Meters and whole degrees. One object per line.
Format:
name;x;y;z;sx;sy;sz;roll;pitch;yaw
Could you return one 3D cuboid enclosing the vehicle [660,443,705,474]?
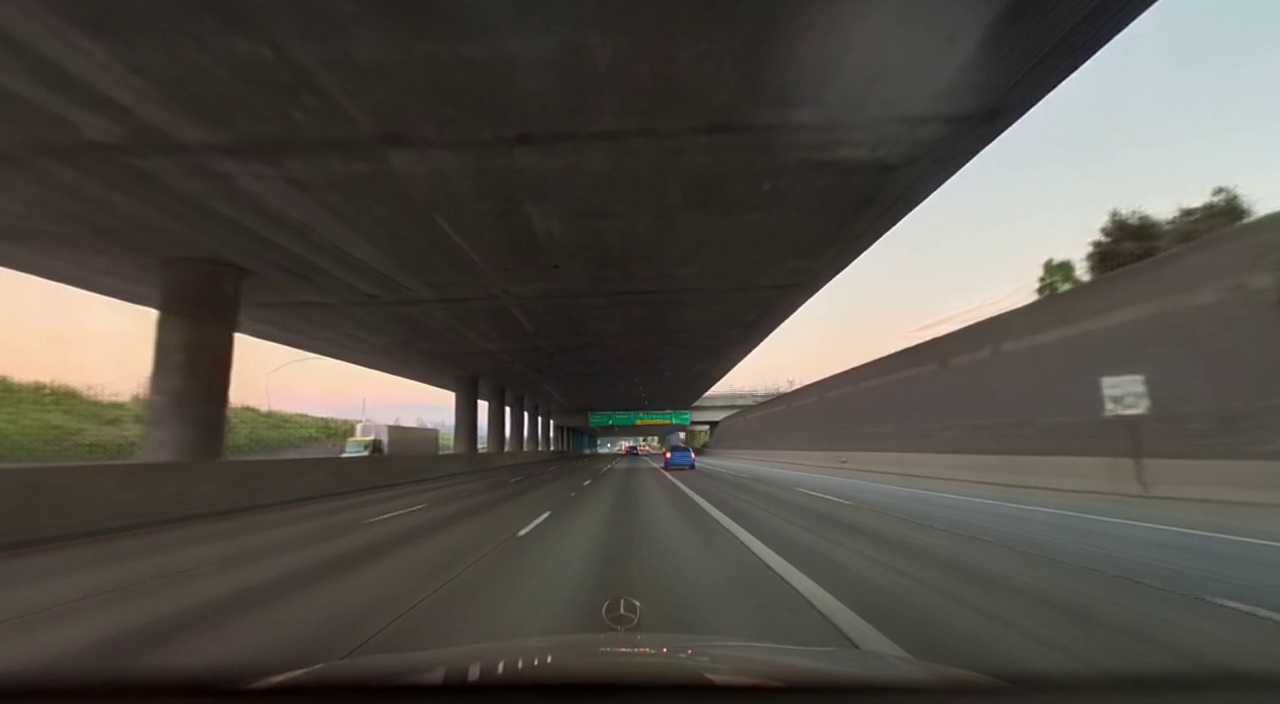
vehicle;2.195;5.625;33.422;2.055;1.501;4.321;0;-9;0
